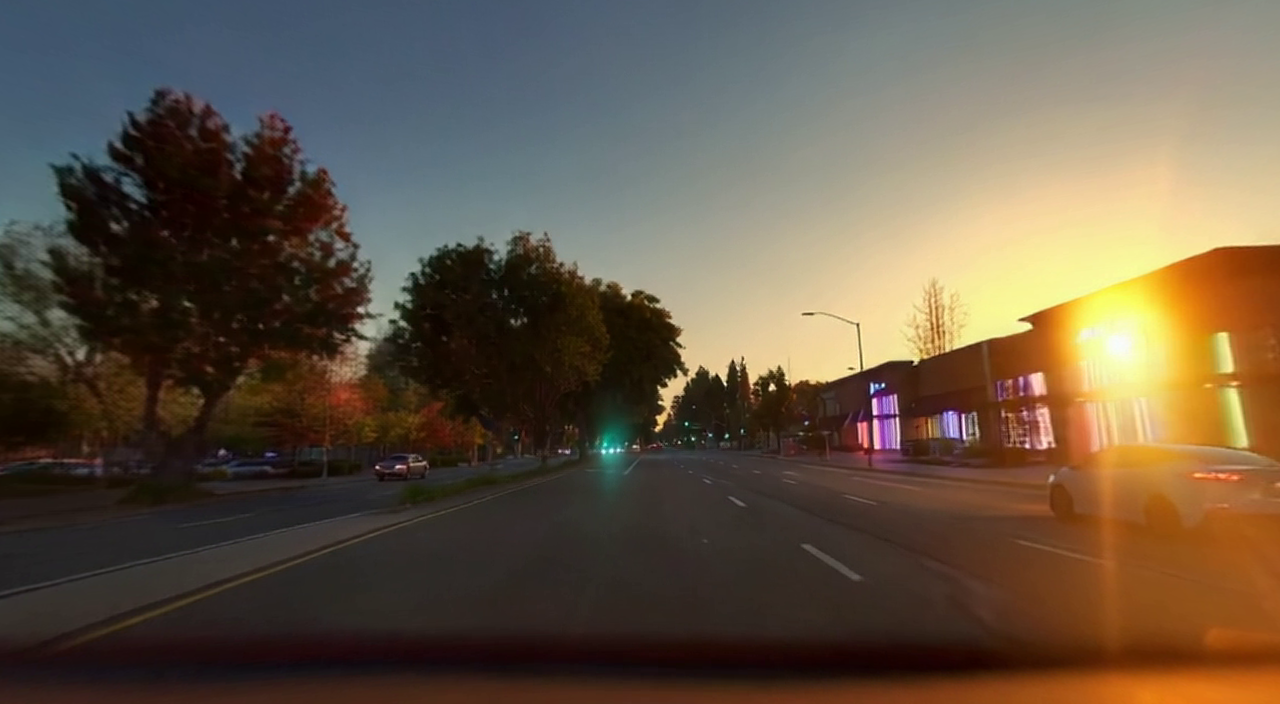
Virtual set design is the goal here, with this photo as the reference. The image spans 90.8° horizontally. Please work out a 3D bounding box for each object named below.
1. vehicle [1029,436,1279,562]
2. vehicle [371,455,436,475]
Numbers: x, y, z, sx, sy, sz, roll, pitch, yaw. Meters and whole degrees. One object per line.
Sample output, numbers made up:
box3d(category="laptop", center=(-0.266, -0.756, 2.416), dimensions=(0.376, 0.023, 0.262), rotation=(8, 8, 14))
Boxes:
box3d(category="vehicle", center=(8.211, 2.031, 9.568), dimensions=(1.936, 1.460, 4.258), rotation=(0, -8, 1))
box3d(category="vehicle", center=(-18.505, 8.826, 49.386), dimensions=(4.523, 1.494, 1.857), rotation=(-3, -9, 17))
